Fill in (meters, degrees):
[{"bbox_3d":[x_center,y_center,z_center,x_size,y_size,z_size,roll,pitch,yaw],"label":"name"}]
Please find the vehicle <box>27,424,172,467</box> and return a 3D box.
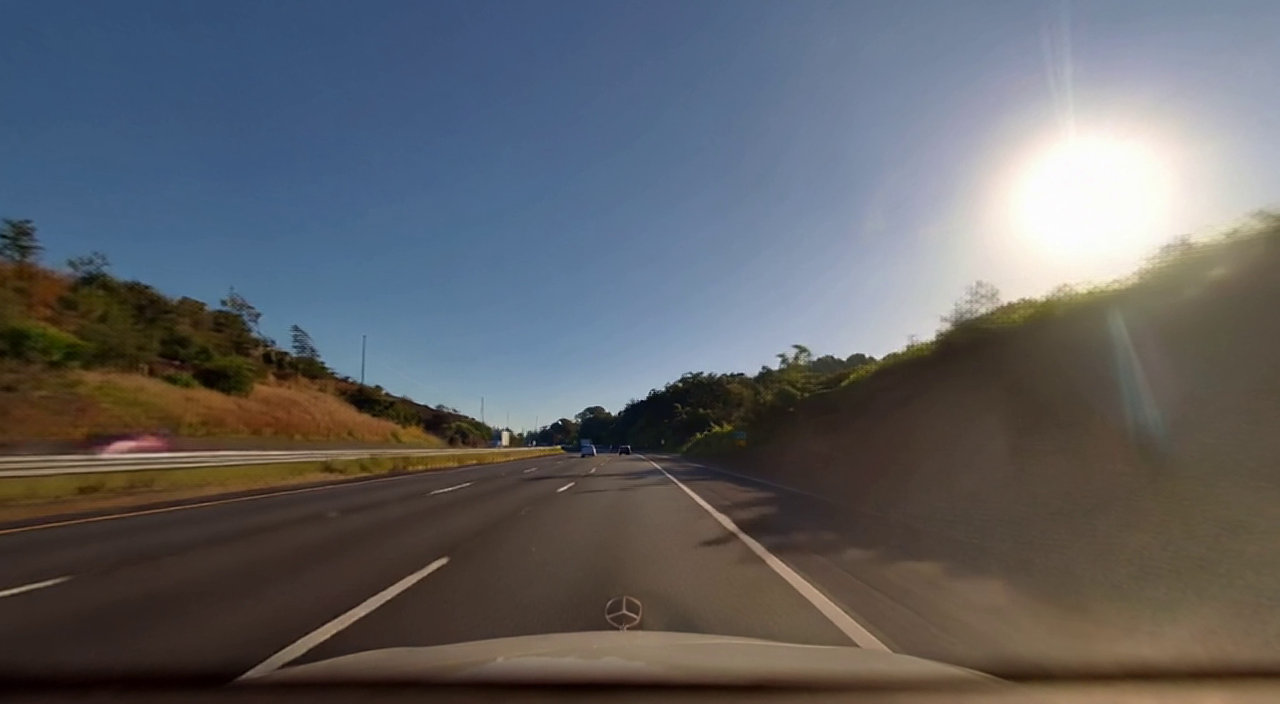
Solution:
[{"bbox_3d":[-20.055,3.519,23.691,1.817,1.464,4.143,0,-9,-1],"label":"vehicle"}]
